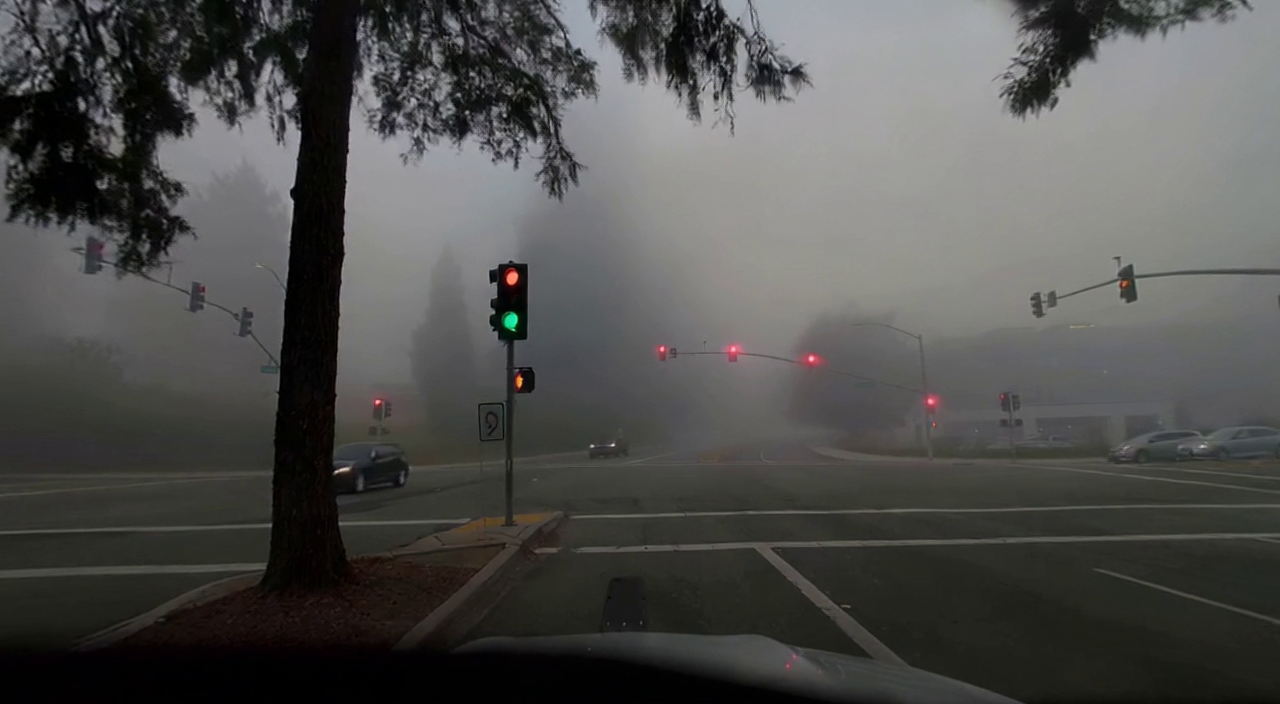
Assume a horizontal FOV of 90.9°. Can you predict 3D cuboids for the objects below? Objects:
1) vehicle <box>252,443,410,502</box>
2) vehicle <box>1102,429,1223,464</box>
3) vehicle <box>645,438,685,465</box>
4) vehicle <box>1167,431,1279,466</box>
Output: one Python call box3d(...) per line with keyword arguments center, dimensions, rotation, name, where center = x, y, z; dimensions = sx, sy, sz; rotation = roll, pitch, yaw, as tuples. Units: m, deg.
box3d(center=(-8.796, 3.444, 18.545), dimensions=(2.002, 1.483, 4.696), rotation=(-1, -8, 5), name="vehicle")
box3d(center=(25.918, 4.679, 31.353), dimensions=(4.441, 1.674, 2.035), rotation=(1, -8, -8), name="vehicle")
box3d(center=(1.759, 6.771, 43.247), dimensions=(2.197, 1.739, 4.177), rotation=(-2, -8, 10), name="vehicle")
box3d(center=(26.293, 4.242, 27.876), dimensions=(4.644, 1.470, 1.922), rotation=(1, -8, -10), name="vehicle")
